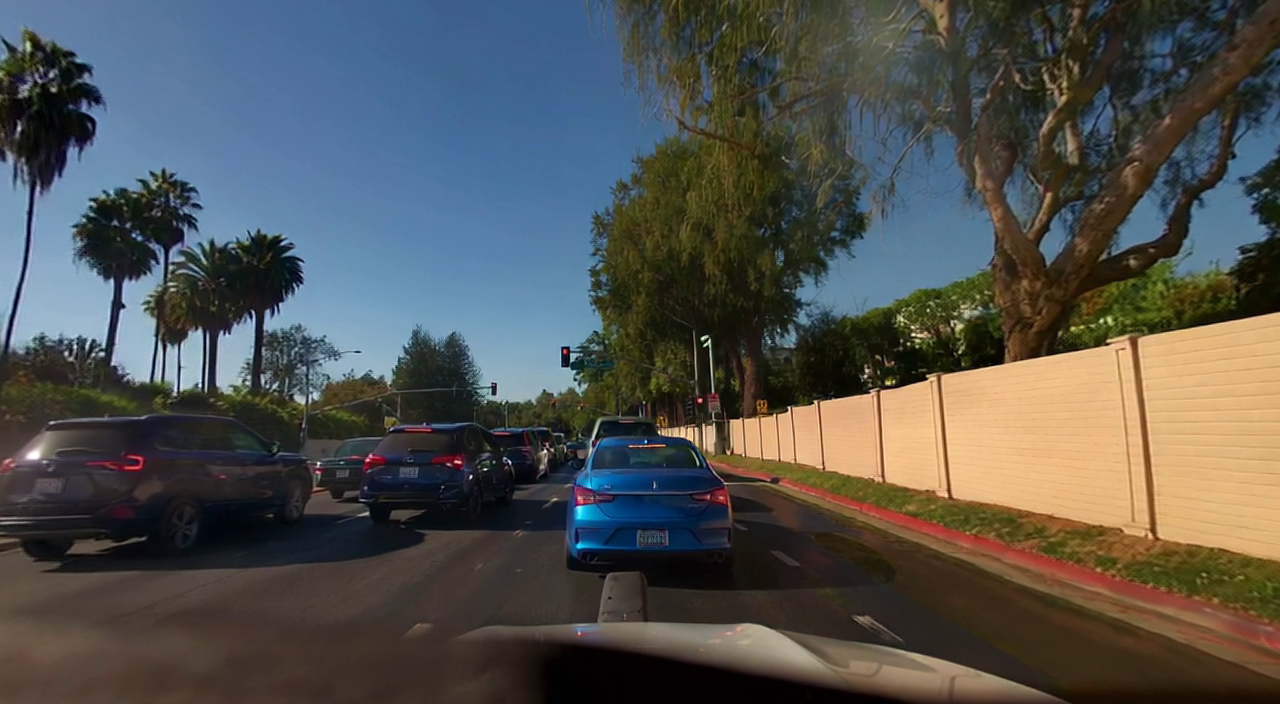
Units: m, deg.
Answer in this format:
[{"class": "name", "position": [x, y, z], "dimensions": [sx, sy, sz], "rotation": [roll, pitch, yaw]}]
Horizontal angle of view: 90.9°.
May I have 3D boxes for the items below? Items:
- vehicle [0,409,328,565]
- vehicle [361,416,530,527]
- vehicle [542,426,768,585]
[{"class": "vehicle", "position": [-6.688, 1.832, 9.302], "dimensions": [1.963, 1.721, 4.467], "rotation": [0, -8, -2]}, {"class": "vehicle", "position": [-3.458, 2.209, 12.168], "dimensions": [2.007, 1.746, 4.136], "rotation": [0, -8, -1]}, {"class": "vehicle", "position": [0.065, 1.763, 8.138], "dimensions": [2.128, 1.473, 4.272], "rotation": [0, -8, -2]}]
